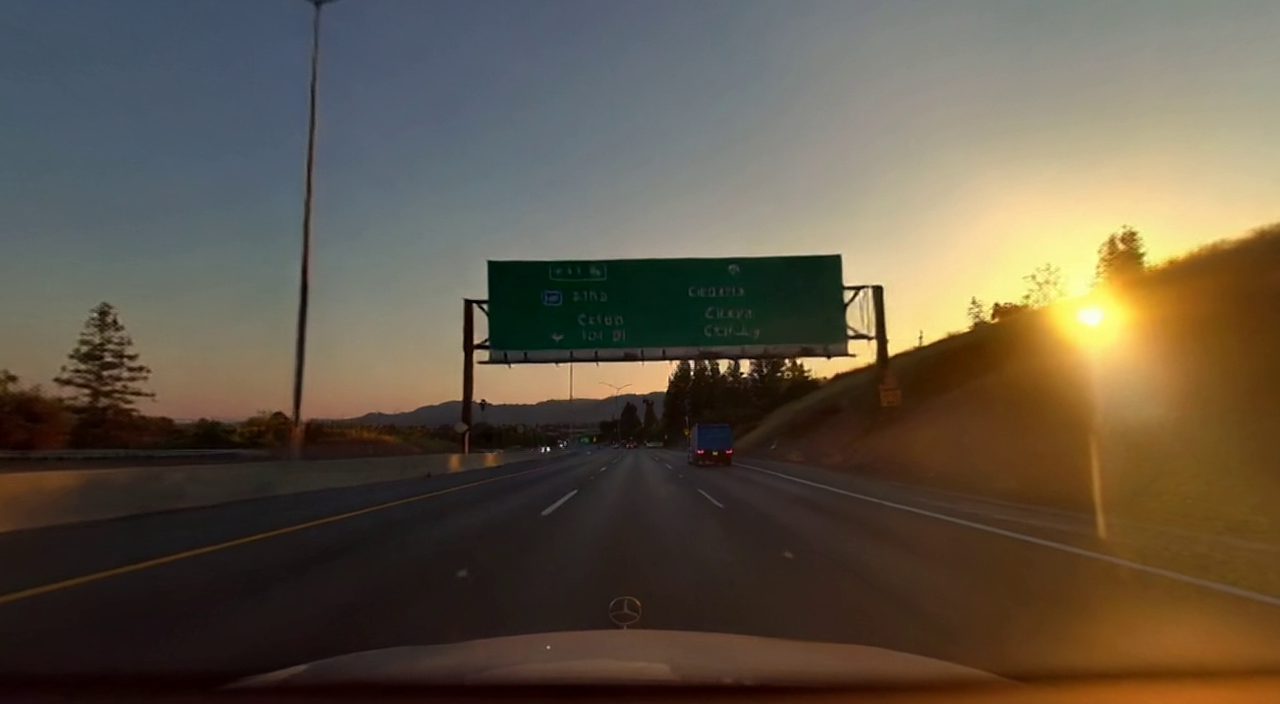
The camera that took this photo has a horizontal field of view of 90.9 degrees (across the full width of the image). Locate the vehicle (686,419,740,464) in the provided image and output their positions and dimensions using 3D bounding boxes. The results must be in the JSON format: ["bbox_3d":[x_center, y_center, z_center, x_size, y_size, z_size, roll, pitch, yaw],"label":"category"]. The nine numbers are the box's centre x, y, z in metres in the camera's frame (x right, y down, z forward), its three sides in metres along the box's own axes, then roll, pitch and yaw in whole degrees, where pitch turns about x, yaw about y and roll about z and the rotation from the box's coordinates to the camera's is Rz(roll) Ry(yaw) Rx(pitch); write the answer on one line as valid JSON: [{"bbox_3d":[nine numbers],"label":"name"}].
[{"bbox_3d":[4.360,5.523,38.785,2.430,2.495,6.062,0,-8,-1],"label":"vehicle"}]
